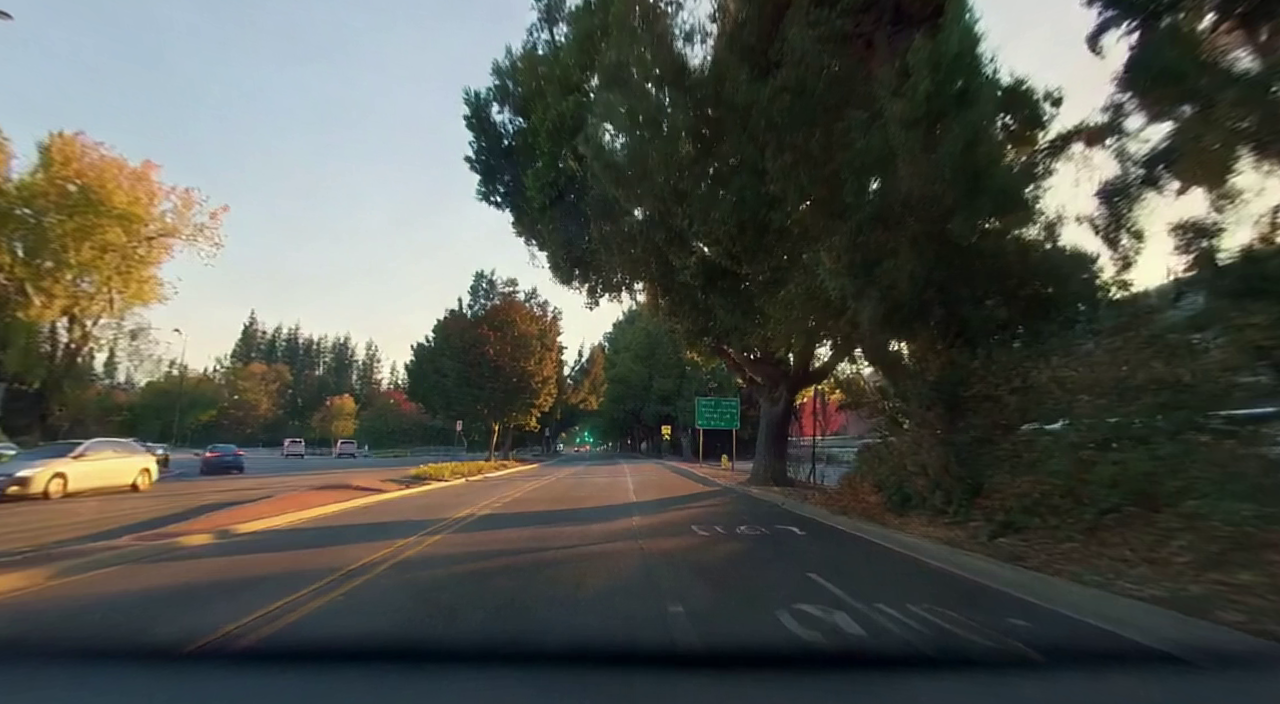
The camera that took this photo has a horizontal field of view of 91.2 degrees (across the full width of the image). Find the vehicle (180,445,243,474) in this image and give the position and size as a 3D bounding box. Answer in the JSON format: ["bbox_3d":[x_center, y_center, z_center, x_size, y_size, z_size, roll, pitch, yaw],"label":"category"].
[{"bbox_3d":[-23.576,5.885,34.429,3.857,1.479,1.711,-7,-11,38],"label":"vehicle"}]

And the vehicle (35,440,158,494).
[{"bbox_3d":[-16.227,3.381,18.679,3.673,1.454,1.687,-6,-10,32],"label":"vehicle"}]
